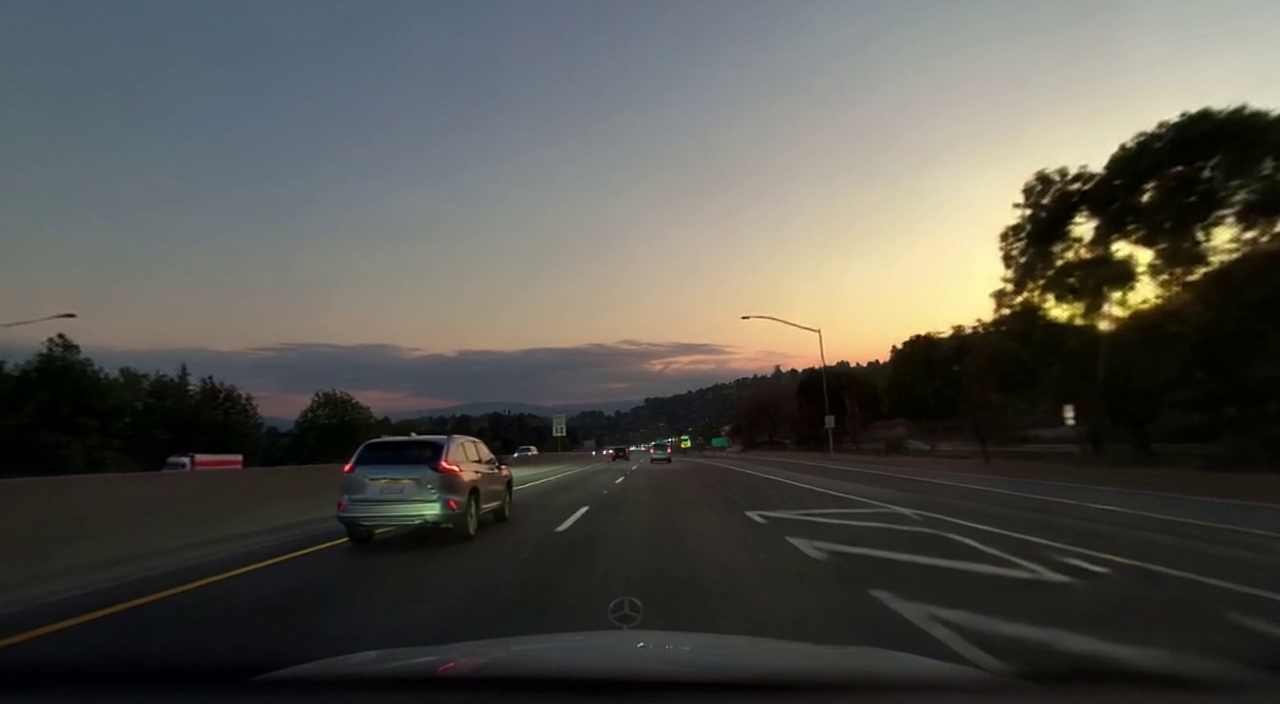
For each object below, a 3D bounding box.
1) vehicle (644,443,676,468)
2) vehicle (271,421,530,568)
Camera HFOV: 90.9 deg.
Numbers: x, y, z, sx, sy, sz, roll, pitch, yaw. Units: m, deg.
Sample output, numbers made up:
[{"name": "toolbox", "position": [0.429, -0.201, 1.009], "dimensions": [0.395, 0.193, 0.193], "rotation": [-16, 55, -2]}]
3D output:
[{"name": "vehicle", "position": [1.309, 7.039, 43.135], "dimensions": [2.073, 1.621, 3.993], "rotation": [-1, -8, 1]}, {"name": "vehicle", "position": [-3.216, 2.009, 9.716], "dimensions": [2.143, 1.693, 4.513], "rotation": [-1, -9, 1]}]
